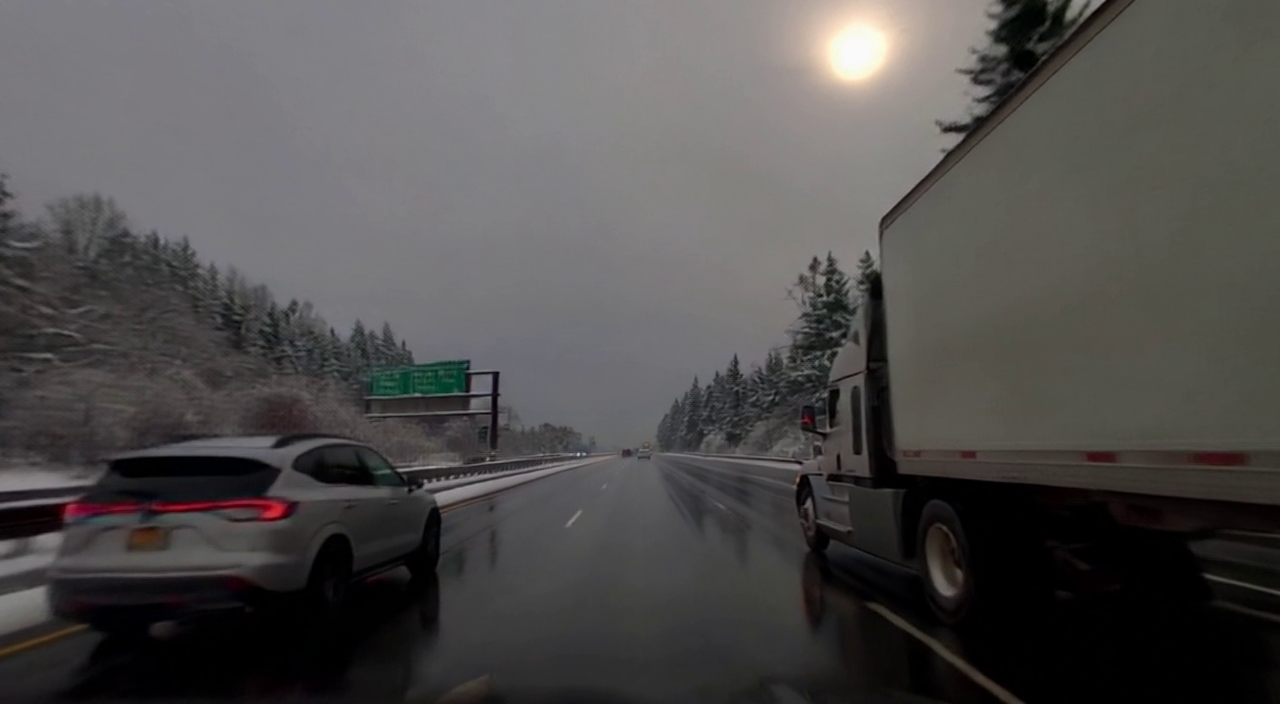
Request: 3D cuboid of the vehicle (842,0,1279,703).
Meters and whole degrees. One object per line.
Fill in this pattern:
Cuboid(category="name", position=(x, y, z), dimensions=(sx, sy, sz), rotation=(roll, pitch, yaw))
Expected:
Cuboid(category="vehicle", position=(3.759, -0.042, 3.611), dimensions=(3.010, 3.907, 5.999), rotation=(0, -9, -1))

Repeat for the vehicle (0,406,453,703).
Cuboid(category="vehicle", position=(-3.249, 1.348, 5.029), dimensions=(2.054, 1.475, 4.708), rotation=(0, -9, 0))
